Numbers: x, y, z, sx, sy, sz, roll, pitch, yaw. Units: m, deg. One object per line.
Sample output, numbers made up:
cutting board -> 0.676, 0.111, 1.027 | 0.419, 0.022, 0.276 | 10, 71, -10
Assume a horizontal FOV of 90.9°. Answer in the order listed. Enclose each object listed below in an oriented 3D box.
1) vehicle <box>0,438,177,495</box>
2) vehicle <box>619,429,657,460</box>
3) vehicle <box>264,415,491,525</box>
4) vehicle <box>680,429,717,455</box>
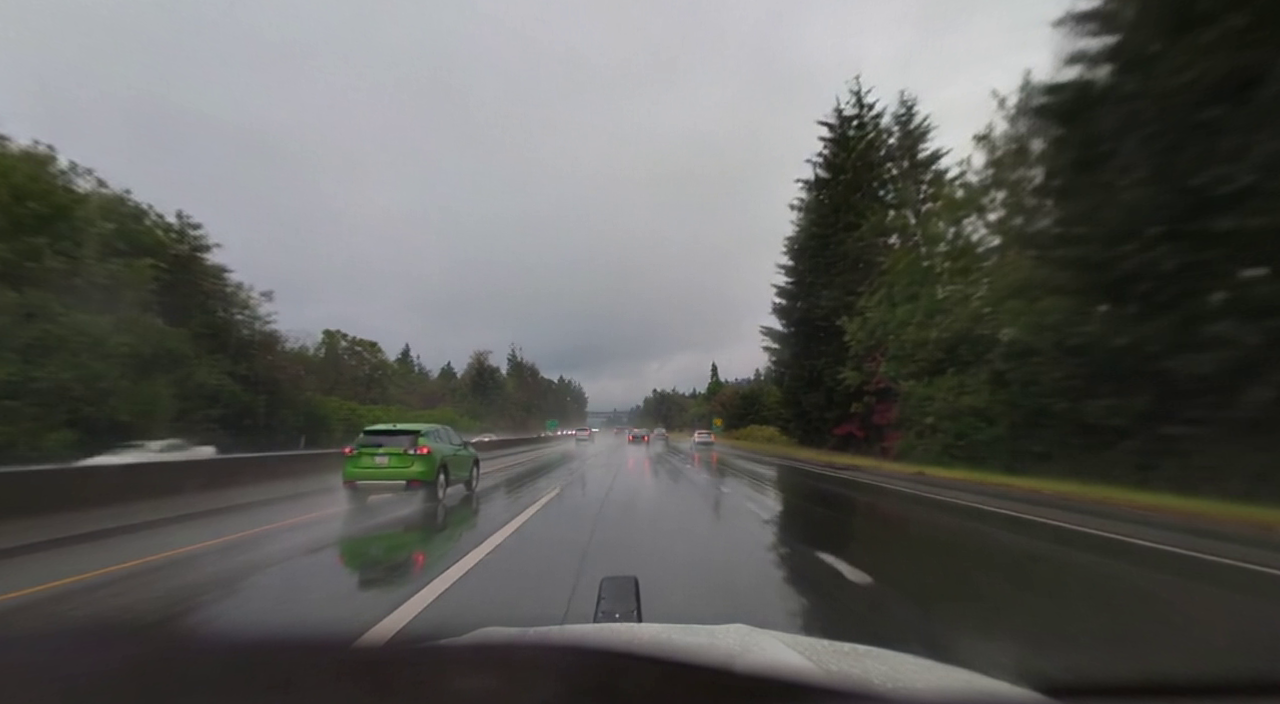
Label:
vehicle -> -16.707, 3.379, 19.168 | 1.853, 1.472, 4.612 | 0, -7, -1
vehicle -> -0.090, 4.663, 32.089 | 1.869, 1.466, 3.356 | 0, -7, 0
vehicle -> -4.234, 1.958, 11.233 | 2.023, 1.512, 4.804 | 0, -7, 0
vehicle -> 3.662, 5.670, 39.878 | 1.841, 1.491, 3.869 | 0, -7, -2
